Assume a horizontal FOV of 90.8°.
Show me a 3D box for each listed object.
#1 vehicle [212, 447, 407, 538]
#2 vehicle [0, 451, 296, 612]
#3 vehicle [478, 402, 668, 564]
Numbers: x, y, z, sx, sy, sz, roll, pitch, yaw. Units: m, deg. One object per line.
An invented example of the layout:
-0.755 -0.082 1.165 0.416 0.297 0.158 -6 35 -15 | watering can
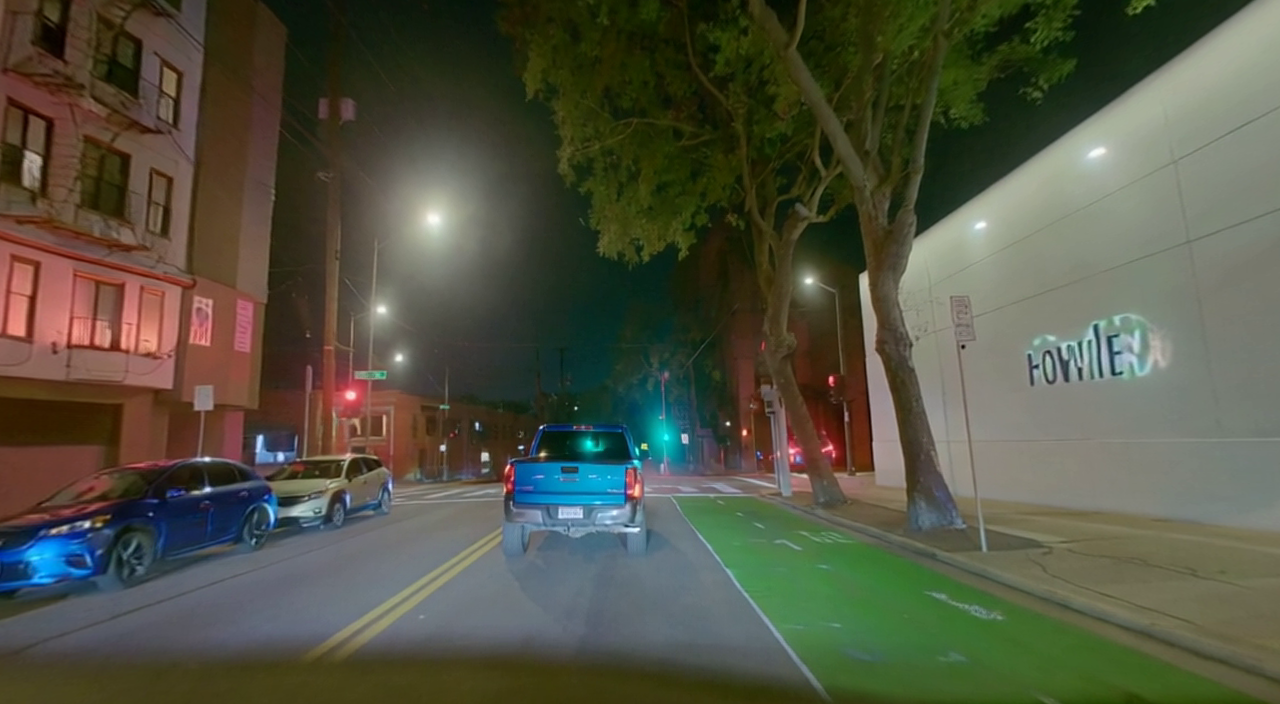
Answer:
-7.406 3.124 14.922 1.884 1.730 5.076 0 -8 0 | vehicle
-7.174 2.335 9.251 1.882 1.686 4.489 0 -8 -2 | vehicle
-0.768 1.881 9.791 2.215 1.882 4.611 0 -8 0 | vehicle
